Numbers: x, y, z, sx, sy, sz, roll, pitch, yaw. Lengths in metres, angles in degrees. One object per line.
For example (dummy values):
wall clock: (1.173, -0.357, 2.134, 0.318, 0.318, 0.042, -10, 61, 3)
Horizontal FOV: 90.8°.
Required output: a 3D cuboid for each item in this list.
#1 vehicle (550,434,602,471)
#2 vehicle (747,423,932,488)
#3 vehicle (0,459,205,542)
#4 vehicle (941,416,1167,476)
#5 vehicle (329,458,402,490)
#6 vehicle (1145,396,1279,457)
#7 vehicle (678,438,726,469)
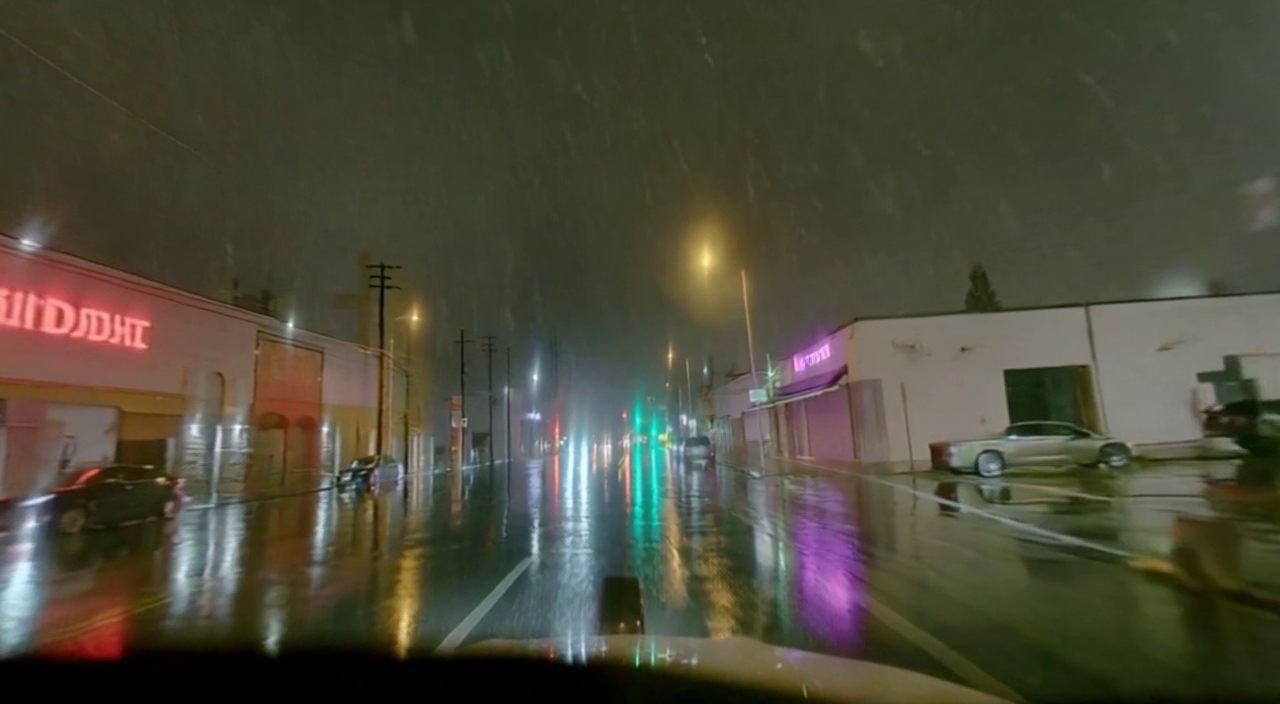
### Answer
vehicle: (-3.432, 5.469, 34.731, 2.348, 1.831, 4.737, 0, -8, 0)
vehicle: (5.350, 2.852, 17.574, 4.474, 1.632, 2.234, -1, -8, 6)
vehicle: (-15.411, 4.084, 18.115, 1.966, 1.760, 5.423, -1, -7, 1)
vehicle: (11.784, 2.735, 18.452, 5.034, 1.590, 2.025, -2, -8, 14)
vehicle: (-15.705, 6.992, 36.433, 2.073, 1.492, 4.687, -1, -7, 0)
vehicle: (19.546, 2.384, 20.094, 4.938, 1.812, 2.317, 0, -8, 0)
vehicle: (3.255, 5.428, 34.068, 2.007, 1.558, 4.464, 0, -8, -2)
